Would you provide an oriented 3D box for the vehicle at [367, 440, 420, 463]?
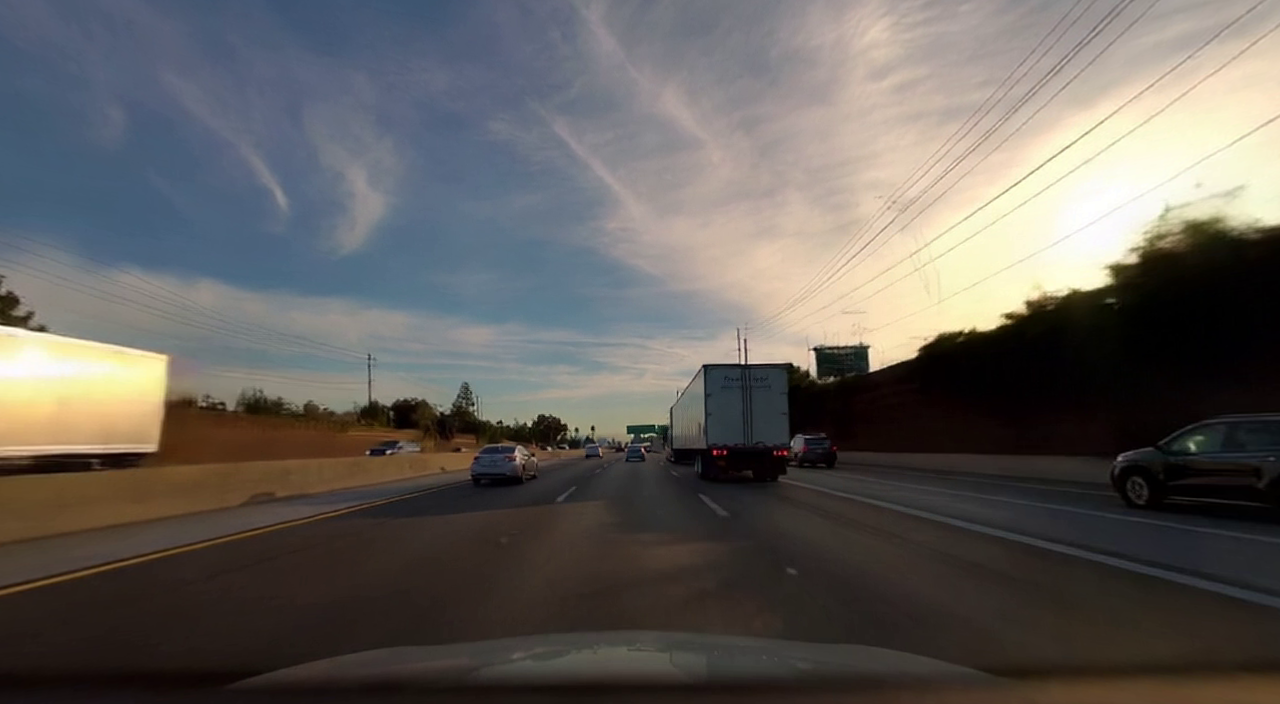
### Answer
[{"bbox_3d":[-19.126,7.748,49.060,2.146,1.673,5.184,0,-8,-1],"label":"vehicle"}]

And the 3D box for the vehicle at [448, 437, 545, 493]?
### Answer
[{"bbox_3d":[-4.188,3.345,18.997,1.968,1.507,3.829,0,-8,1],"label":"vehicle"}]

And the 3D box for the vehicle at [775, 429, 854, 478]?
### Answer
[{"bbox_3d":[7.458,4.385,27.435,2.079,1.938,4.630,0,-8,0],"label":"vehicle"}]

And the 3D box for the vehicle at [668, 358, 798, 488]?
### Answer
[{"bbox_3d":[3.309,3.386,28.070,2.907,4.109,16.177,0,-8,-2],"label":"vehicle"}]

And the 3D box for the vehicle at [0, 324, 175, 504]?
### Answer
[{"bbox_3d":[-14.834,1.212,12.491,3.017,3.713,10.643,0,-8,0],"label":"vehicle"}]

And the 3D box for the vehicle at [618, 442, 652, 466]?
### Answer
[{"bbox_3d":[-0.284,6.484,40.203,2.047,1.485,3.938,0,-8,0],"label":"vehicle"}]

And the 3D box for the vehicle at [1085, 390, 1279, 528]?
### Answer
[{"bbox_3d":[11.187,1.826,10.907,2.420,2.141,5.994,0,-8,-2],"label":"vehicle"}]
